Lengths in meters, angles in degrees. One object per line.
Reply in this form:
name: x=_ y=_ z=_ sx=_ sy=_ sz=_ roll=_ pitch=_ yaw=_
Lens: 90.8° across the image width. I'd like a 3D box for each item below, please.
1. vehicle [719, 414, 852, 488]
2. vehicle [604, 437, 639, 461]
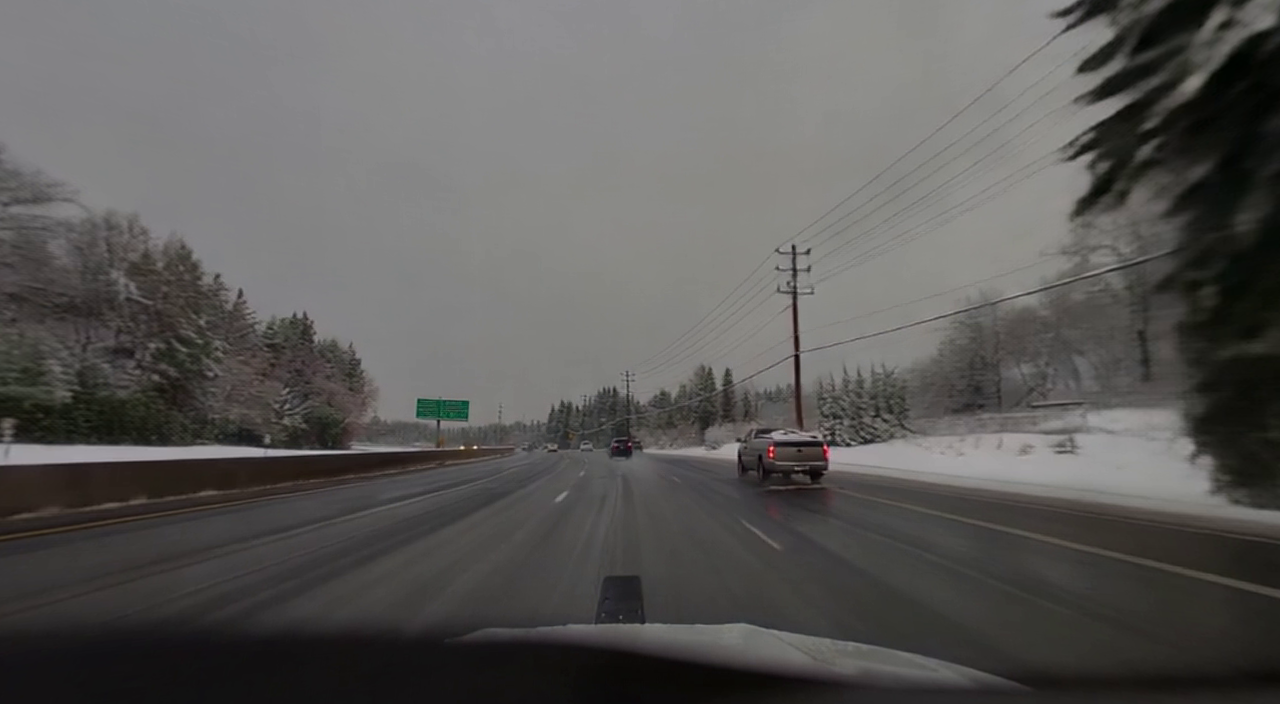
vehicle: x=4.404 y=3.168 z=20.515 sx=2.504 sy=2.033 sz=5.979 roll=0 pitch=-8 yaw=-4
vehicle: x=-1.443 y=7.406 z=48.233 sx=2.188 sy=1.714 sz=3.921 roll=1 pitch=-8 yaw=-9
